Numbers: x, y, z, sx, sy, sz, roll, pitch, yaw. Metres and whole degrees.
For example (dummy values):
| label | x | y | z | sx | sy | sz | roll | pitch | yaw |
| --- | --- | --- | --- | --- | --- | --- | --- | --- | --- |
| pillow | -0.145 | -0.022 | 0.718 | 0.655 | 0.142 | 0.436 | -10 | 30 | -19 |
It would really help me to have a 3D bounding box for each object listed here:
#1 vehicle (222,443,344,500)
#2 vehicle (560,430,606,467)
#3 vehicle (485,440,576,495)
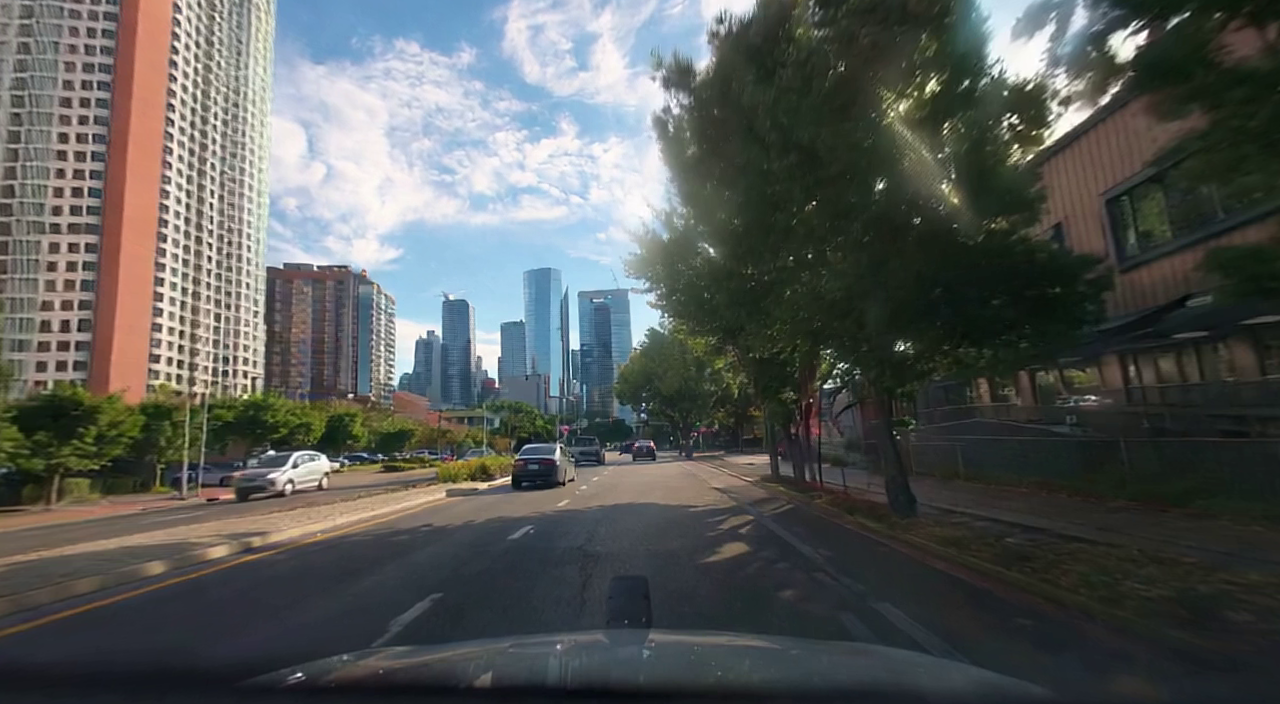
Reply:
| label | x | y | z | sx | sy | sz | roll | pitch | yaw |
| --- | --- | --- | --- | --- | --- | --- | --- | --- | --- |
| vehicle | -12.822 | 4.274 | 23.081 | 2.017 | 1.804 | 4.712 | 0 | -9 | -5 |
| vehicle | -3.217 | 5.575 | 36.537 | 2.152 | 1.987 | 4.527 | 0 | -9 | 1 |
| vehicle | -3.066 | 3.322 | 18.548 | 1.959 | 1.406 | 4.272 | 0 | -9 | 0 |
